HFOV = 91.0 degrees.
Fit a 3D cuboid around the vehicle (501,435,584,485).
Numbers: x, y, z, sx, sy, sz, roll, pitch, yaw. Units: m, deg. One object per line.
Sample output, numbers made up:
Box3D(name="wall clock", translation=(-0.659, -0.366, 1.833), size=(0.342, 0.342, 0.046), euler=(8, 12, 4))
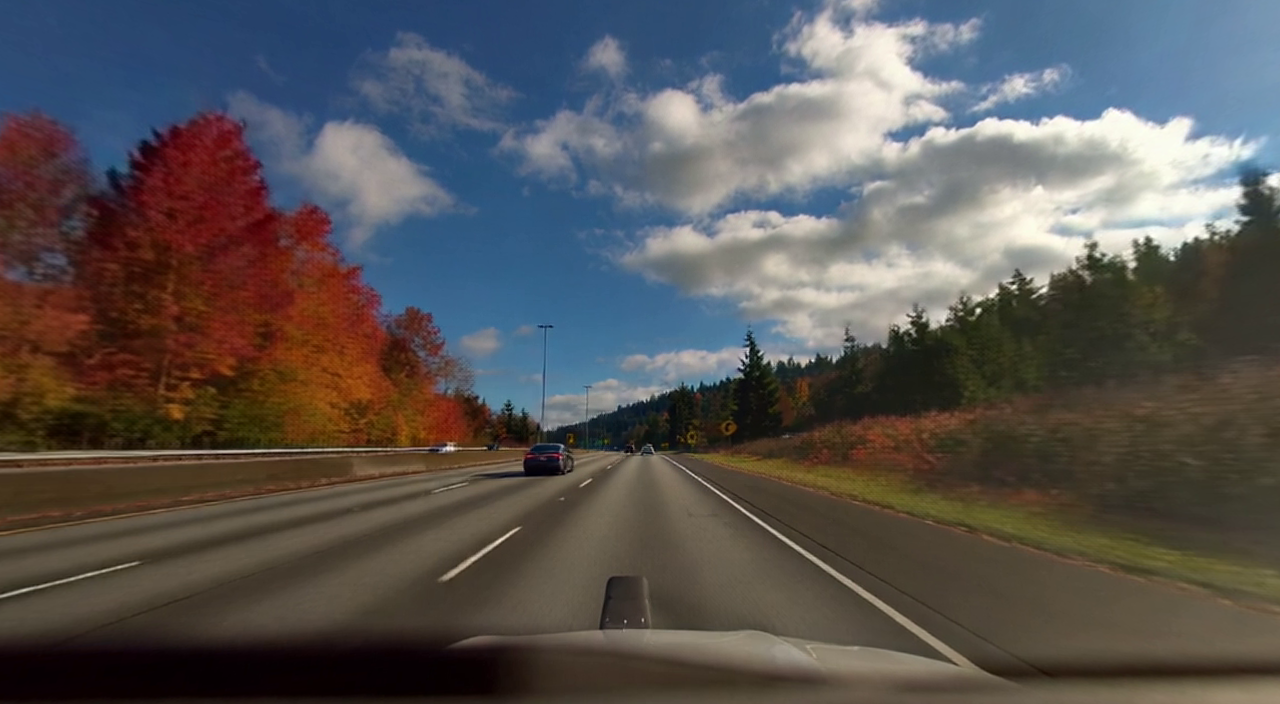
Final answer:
Box3D(name="vehicle", translation=(-3.304, 3.756, 22.273), size=(2.061, 1.572, 4.814), euler=(0, -8, 1))
